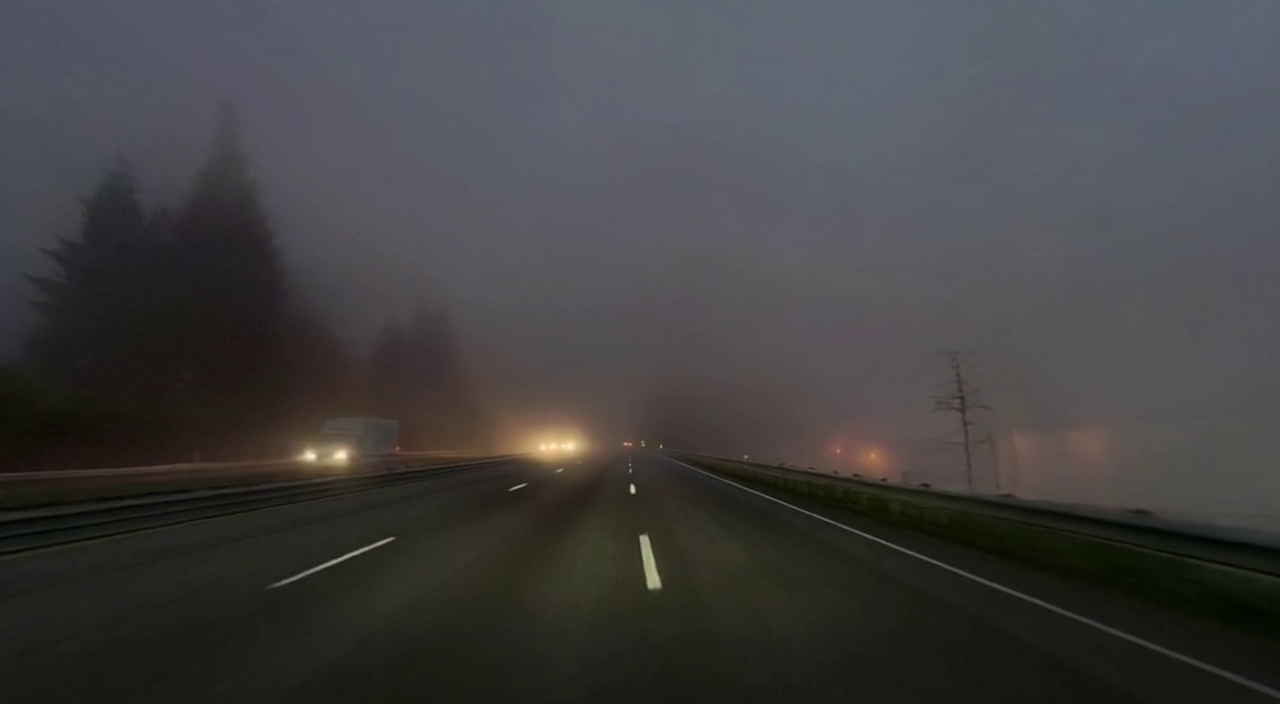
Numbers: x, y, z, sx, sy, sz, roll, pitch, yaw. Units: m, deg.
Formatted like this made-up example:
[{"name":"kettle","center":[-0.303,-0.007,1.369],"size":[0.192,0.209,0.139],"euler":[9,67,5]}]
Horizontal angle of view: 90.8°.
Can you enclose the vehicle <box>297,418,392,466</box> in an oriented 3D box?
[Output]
[{"name":"vehicle","center":[-19.339,6.047,41.916],"size":[2.729,2.892,7.831],"euler":[0,-9,-2]}]
